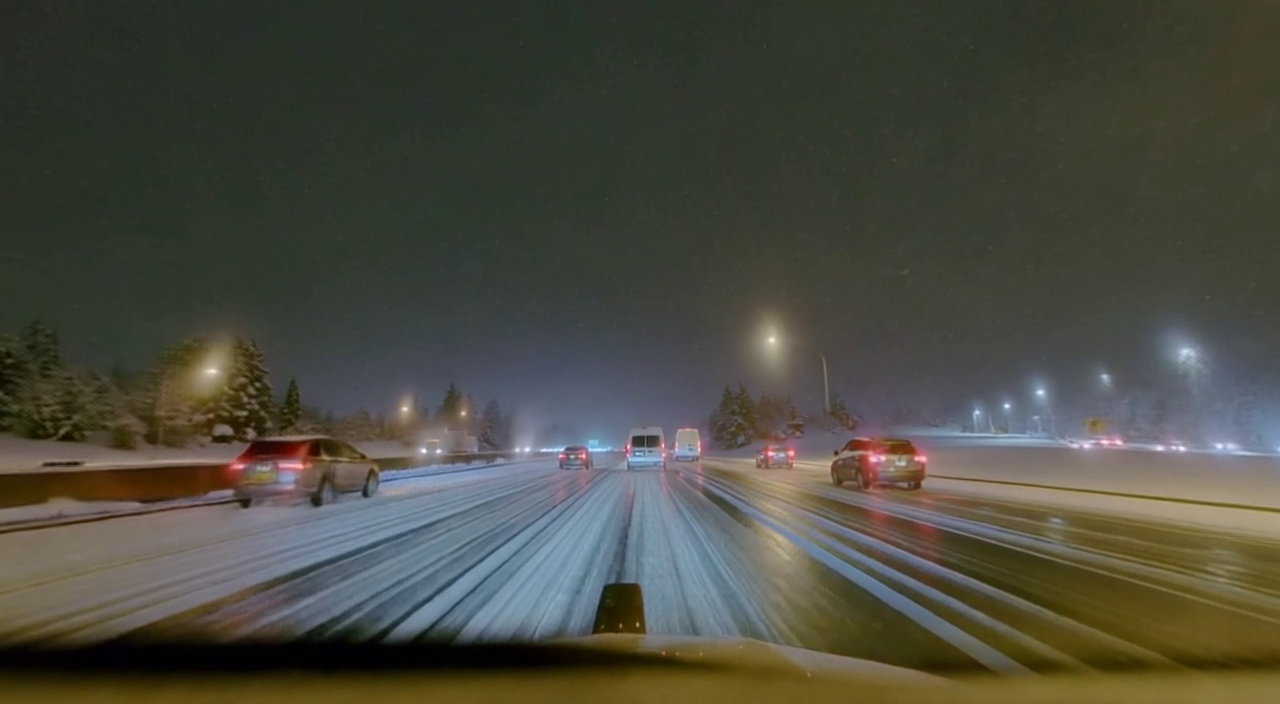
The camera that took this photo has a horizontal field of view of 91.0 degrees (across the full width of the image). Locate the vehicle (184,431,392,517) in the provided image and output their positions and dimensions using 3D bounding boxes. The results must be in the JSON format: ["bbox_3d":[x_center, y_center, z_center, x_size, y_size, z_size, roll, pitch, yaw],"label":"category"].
[{"bbox_3d":[-7.667,2.684,14.415,2.108,1.619,4.548,0,-9,0],"label":"vehicle"}]

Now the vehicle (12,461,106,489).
[{"bbox_3d":[-33.497,7.074,36.452,1.689,1.459,3.831,0,-9,1],"label":"vehicle"}]

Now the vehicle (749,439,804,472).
[{"bbox_3d":[7.999,6.090,37.381,2.147,1.808,5.243,0,-9,0],"label":"vehicle"}]

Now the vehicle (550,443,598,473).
[{"bbox_3d":[-3.671,6.008,35.921,2.173,1.542,4.781,0,-9,1],"label":"vehicle"}]

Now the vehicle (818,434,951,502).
[{"bbox_3d":[6.786,3.253,18.127,2.146,1.678,4.489,0,-9,2],"label":"vehicle"}]

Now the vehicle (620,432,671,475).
[{"bbox_3d":[0.286,5.313,33.162,2.509,2.062,4.639,0,-9,0],"label":"vehicle"}]
